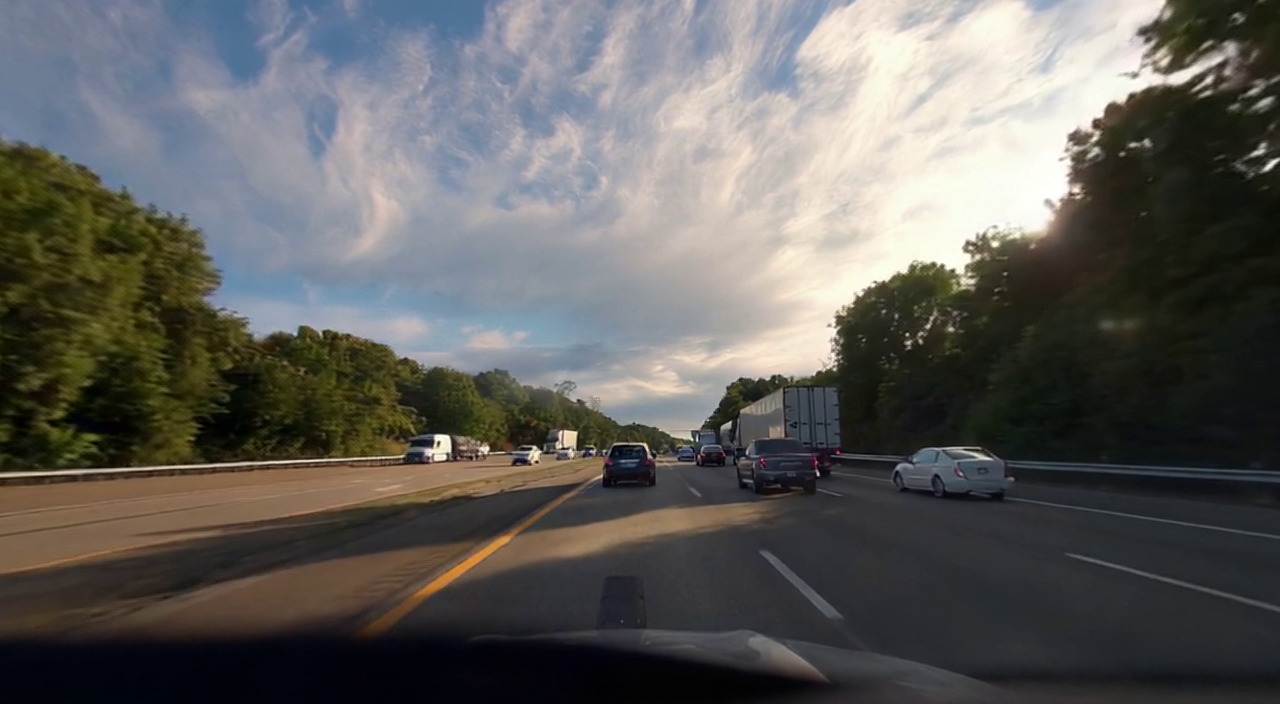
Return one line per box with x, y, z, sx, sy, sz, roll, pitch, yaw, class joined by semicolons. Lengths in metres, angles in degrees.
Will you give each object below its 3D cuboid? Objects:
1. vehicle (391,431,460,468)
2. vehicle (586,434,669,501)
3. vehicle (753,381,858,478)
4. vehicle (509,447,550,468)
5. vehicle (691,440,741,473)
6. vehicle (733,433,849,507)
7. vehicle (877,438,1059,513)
-15.818;7.312;47.180;2.537;2.511;7.298;0;-9;0;vehicle
-0.284;3.114;17.363;2.023;1.618;3.628;0;-9;1;vehicle
7.699;3.886;30.763;2.823;4.063;8.485;0;-9;1;vehicle
-8.204;7.848;47.204;2.053;1.476;4.544;-1;-9;2;vehicle
4.039;5.637;34.115;2.150;1.632;4.260;0;-9;0;vehicle
3.612;2.907;15.882;1.920;1.594;3.867;0;-9;-1;vehicle
7.364;2.798;14.750;1.951;1.467;4.173;0;-9;0;vehicle
